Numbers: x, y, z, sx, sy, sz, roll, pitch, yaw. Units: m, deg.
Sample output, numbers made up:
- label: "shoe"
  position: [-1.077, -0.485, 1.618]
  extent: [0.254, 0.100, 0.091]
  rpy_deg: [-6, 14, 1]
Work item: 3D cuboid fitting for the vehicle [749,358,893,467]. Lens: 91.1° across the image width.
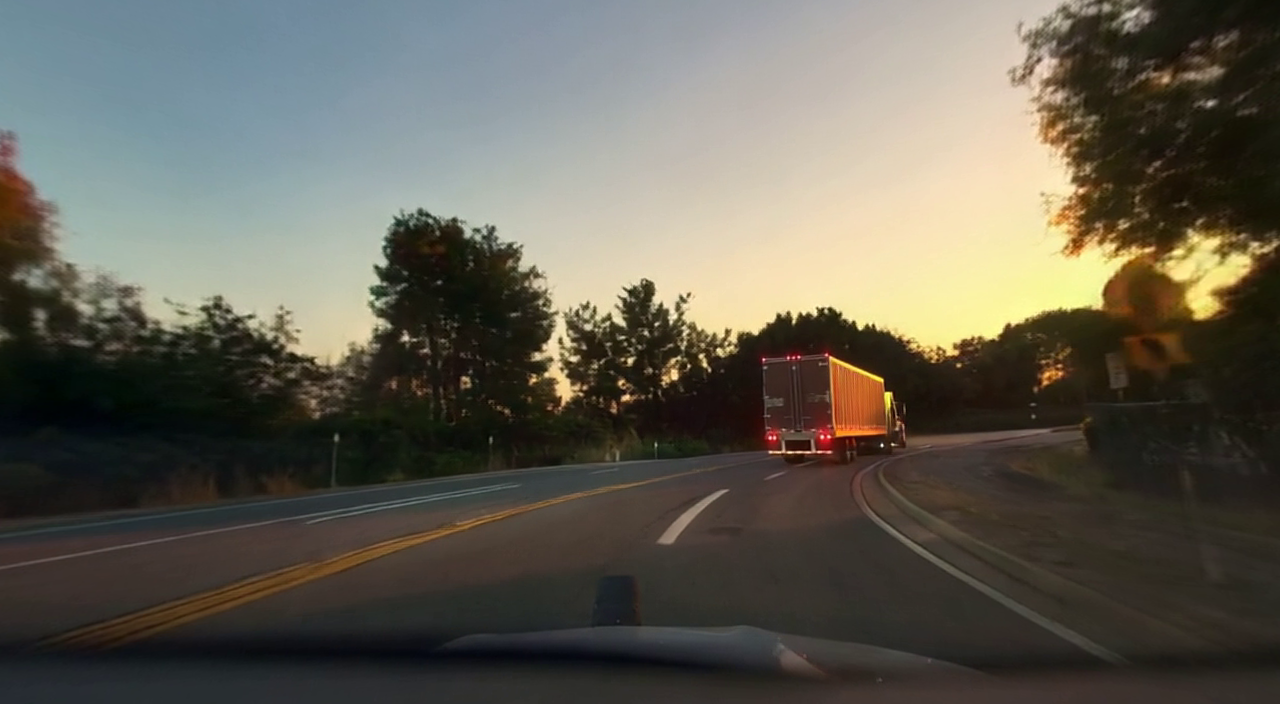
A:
- label: "vehicle"
  position: [8.042, 2.725, 26.543]
  extent: [2.837, 3.712, 10.484]
  rpy_deg: [-5, -9, 32]
